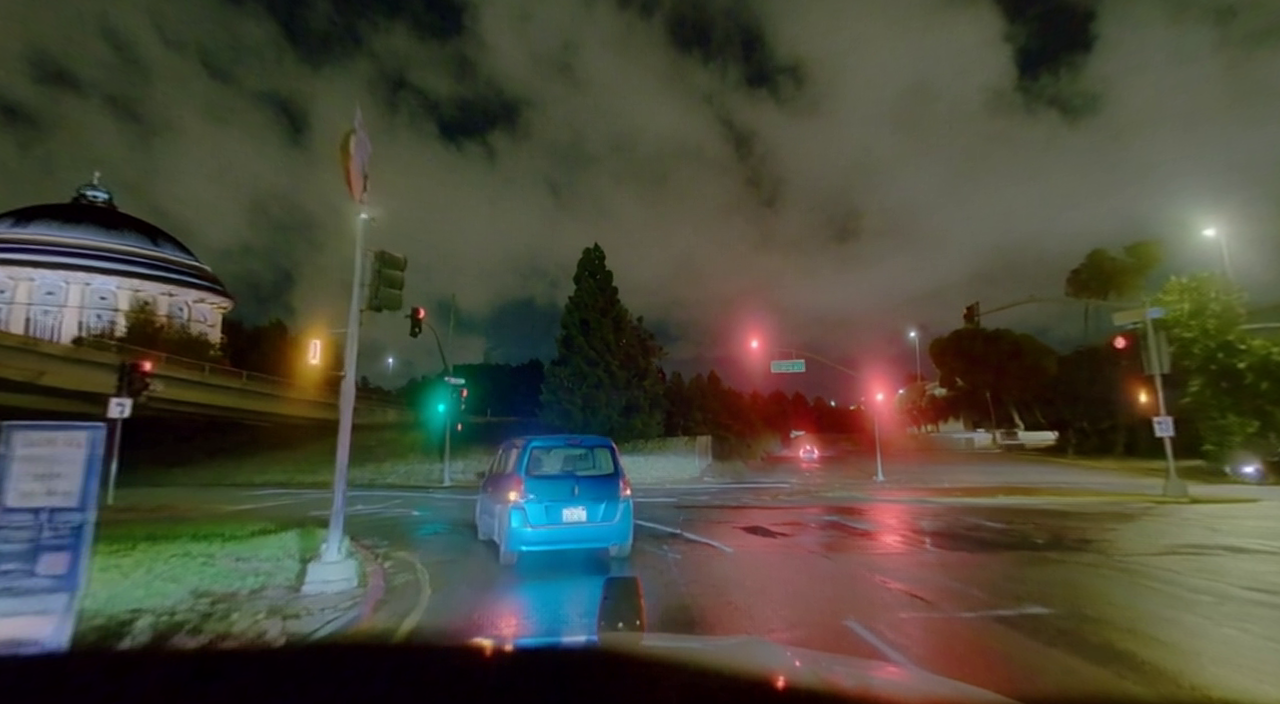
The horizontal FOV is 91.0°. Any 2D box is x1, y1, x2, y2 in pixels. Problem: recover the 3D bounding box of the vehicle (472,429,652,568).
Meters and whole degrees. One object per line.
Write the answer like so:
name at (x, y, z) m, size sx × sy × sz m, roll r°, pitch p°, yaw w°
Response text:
vehicle at (-1.363, 2.023, 9.442) m, size 1.976 × 1.584 × 3.772 m, roll 3°, pitch -9°, yaw -17°
